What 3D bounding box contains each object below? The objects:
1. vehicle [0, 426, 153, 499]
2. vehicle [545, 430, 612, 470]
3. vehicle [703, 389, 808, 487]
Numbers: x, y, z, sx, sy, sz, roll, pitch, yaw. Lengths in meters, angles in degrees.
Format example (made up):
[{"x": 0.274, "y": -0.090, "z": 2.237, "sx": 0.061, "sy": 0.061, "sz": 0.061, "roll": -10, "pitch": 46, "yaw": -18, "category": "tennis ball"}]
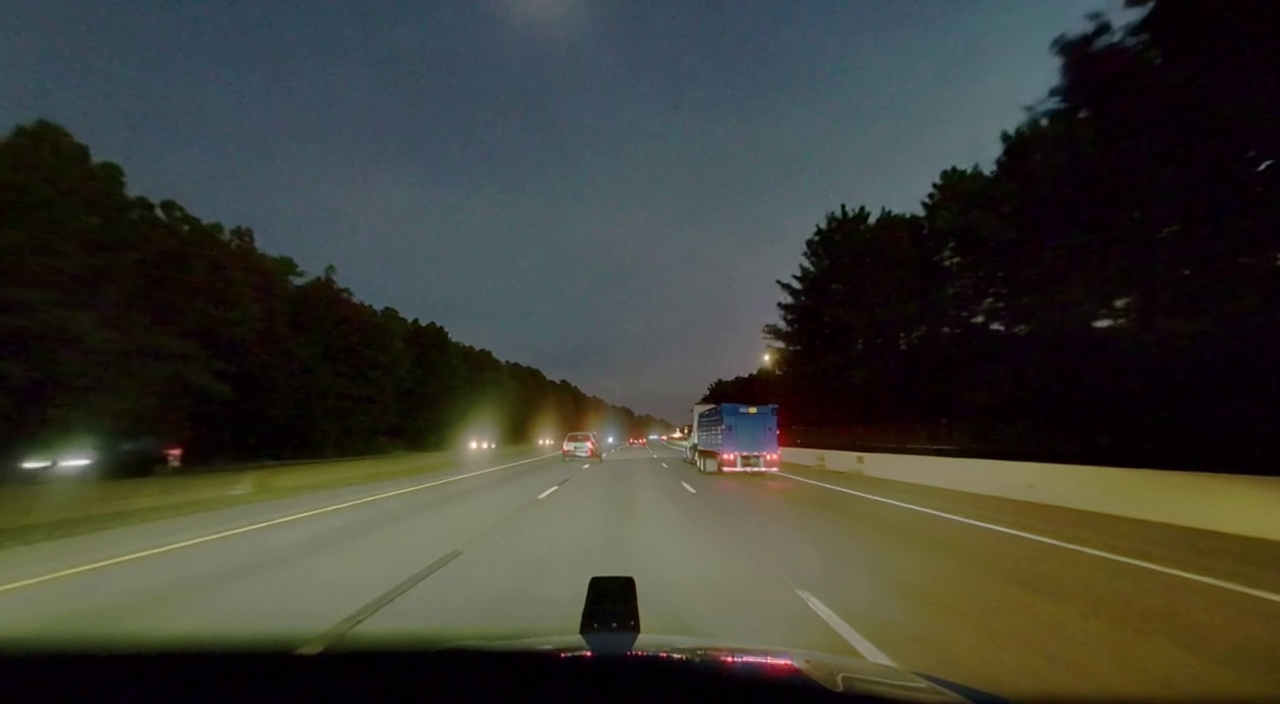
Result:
[{"x": -14.717, "y": 2.654, "z": 15.663, "sx": 1.880, "sy": 1.549, "sz": 4.172, "roll": 0, "pitch": -8, "yaw": 0, "category": "vehicle"}, {"x": -2.470, "y": 4.075, "z": 26.483, "sx": 2.195, "sy": 1.529, "sz": 4.572, "roll": 0, "pitch": -8, "yaw": 2, "category": "vehicle"}, {"x": 3.254, "y": 2.527, "z": 18.705, "sx": 2.256, "sy": 2.568, "sz": 4.049, "roll": 0, "pitch": -8, "yaw": -1, "category": "vehicle"}]
